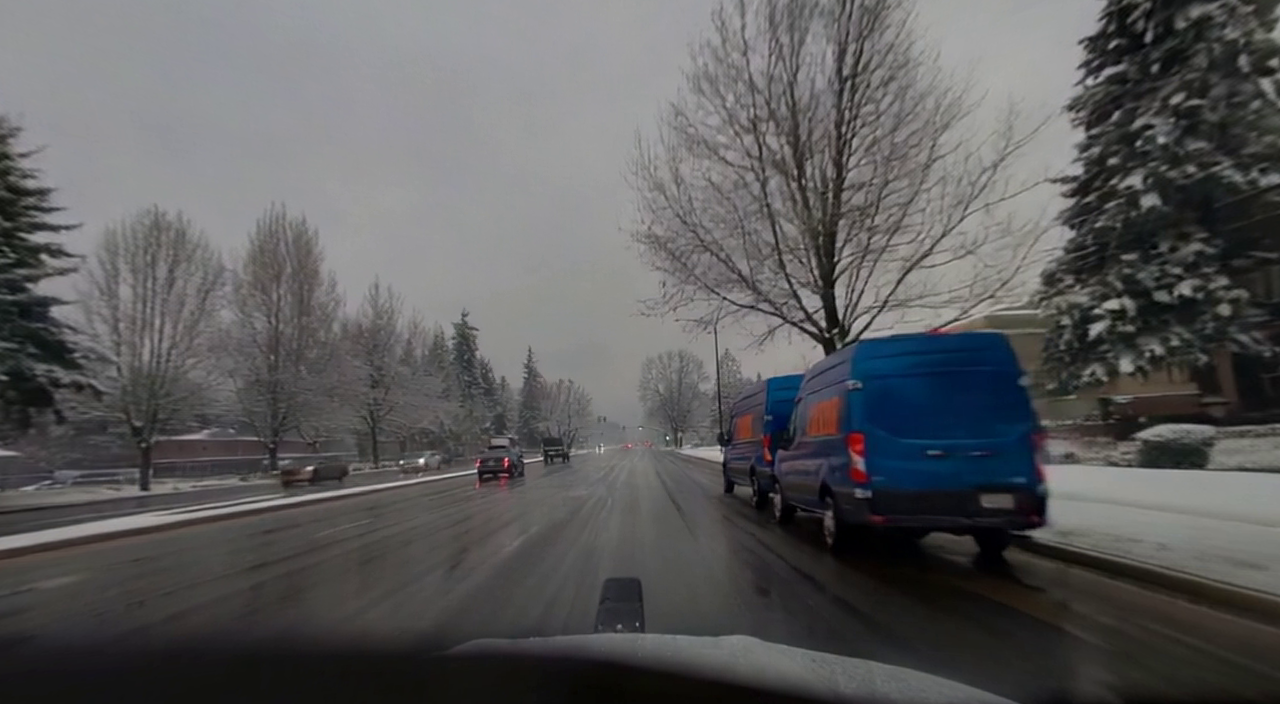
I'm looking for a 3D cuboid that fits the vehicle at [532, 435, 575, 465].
[{"bbox_3d":[-6.299,7.280,46.979,2.332,2.039,5.678,0,-9,1],"label":"vehicle"}]

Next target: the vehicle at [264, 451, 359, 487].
[{"bbox_3d":[-14.909,5.305,28.978,1.842,1.472,4.639,0,-9,0],"label":"vehicle"}]

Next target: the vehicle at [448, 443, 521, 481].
[{"bbox_3d":[-6.546,4.685,27.123,1.970,1.456,4.441,0,-9,1],"label":"vehicle"}]

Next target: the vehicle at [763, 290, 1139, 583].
[{"bbox_3d":[3.626,1.185,8.902,2.791,3.026,4.668,0,-9,0],"label":"vehicle"}]

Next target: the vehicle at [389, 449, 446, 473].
[{"bbox_3d":[-14.726,7.253,42.148,2.031,1.466,4.592,0,-9,1],"label":"vehicle"}]
